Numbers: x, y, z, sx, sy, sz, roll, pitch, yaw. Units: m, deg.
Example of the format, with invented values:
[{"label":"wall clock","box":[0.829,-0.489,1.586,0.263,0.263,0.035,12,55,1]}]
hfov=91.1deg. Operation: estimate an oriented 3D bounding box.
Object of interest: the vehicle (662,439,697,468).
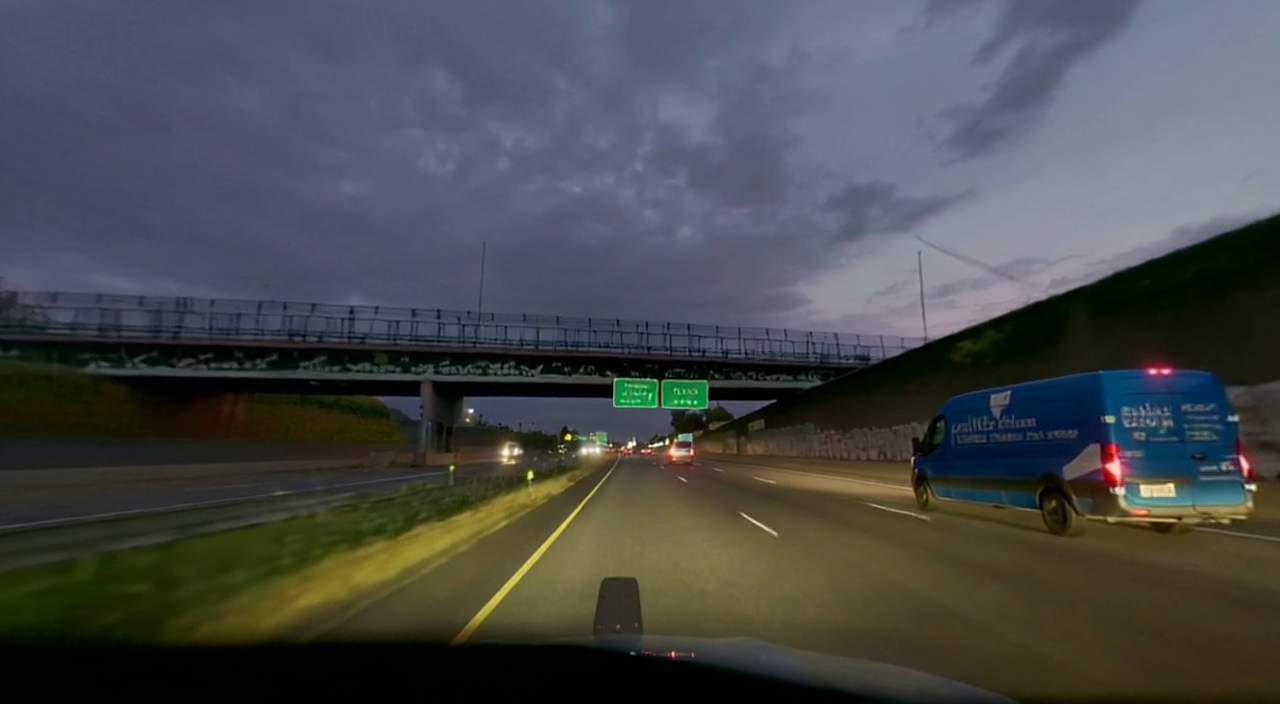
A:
[{"label":"vehicle","box":[2.811,7.402,45.814,2.007,1.943,5.010,0,-9,-3]}]

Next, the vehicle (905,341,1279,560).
[{"label":"vehicle","box":[6.933,1.605,10.538,2.283,2.631,5.719,0,-9,-2]}]
